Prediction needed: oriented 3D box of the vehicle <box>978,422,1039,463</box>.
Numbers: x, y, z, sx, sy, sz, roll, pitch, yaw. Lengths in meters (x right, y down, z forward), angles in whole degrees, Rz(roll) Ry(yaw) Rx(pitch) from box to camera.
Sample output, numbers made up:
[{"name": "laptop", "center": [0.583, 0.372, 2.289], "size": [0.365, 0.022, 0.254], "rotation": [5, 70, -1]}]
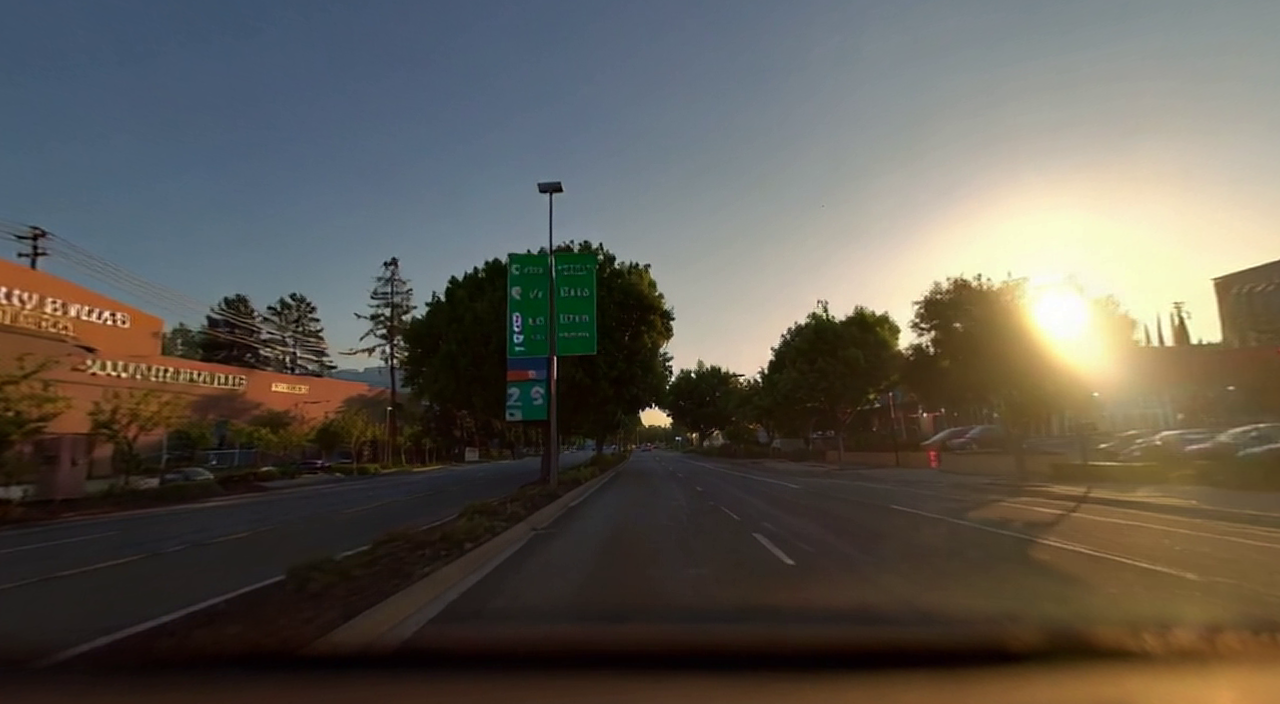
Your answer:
[{"name": "vehicle", "center": [21.828, 5.299, 37.529], "size": [2.240, 2.095, 5.149], "rotation": [-6, -7, 22]}]

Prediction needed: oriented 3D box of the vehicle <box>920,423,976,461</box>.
[{"name": "vehicle", "center": [17.893, 5.277, 36.861], "size": [2.425, 2.043, 5.455], "rotation": [-4, -9, 21]}]
